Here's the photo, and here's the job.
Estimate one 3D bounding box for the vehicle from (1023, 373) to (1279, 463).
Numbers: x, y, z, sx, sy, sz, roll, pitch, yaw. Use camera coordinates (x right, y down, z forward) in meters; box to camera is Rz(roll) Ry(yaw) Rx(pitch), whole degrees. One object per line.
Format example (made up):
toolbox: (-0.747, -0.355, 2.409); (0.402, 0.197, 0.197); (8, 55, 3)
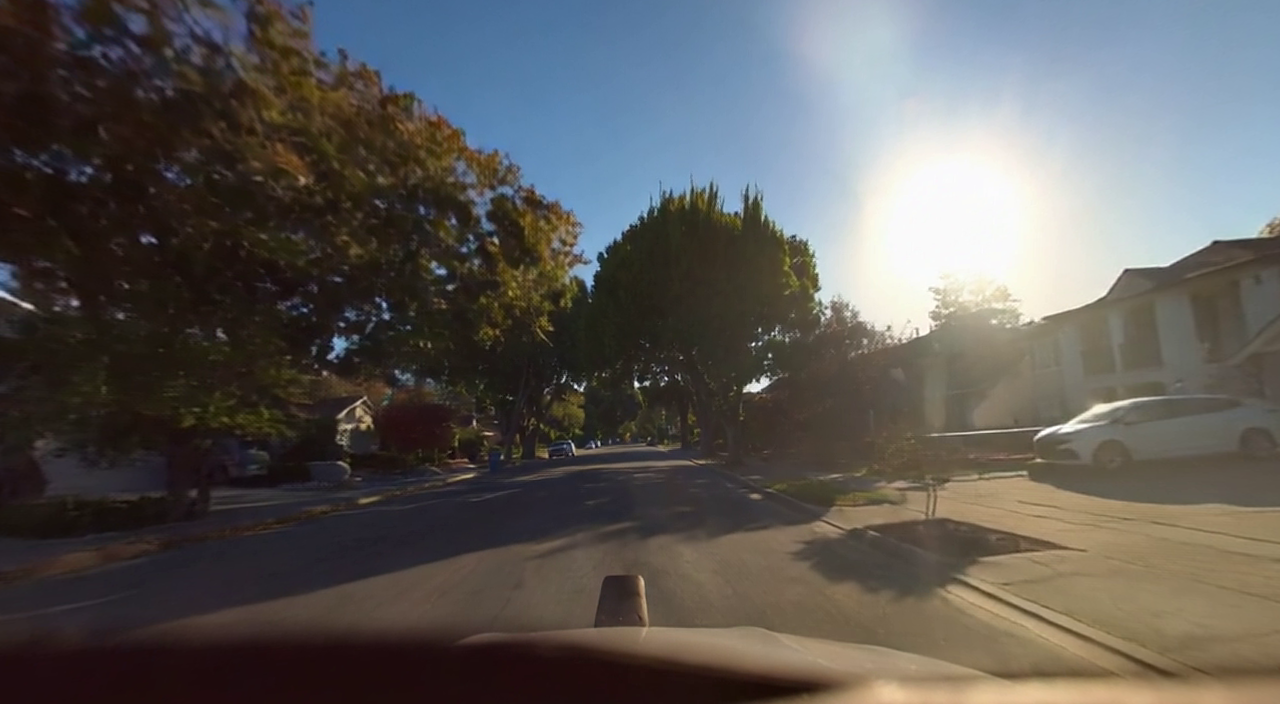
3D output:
vehicle: (11.269, 1.419, 13.412); (4.894, 1.616, 1.965); (-2, -8, 2)
